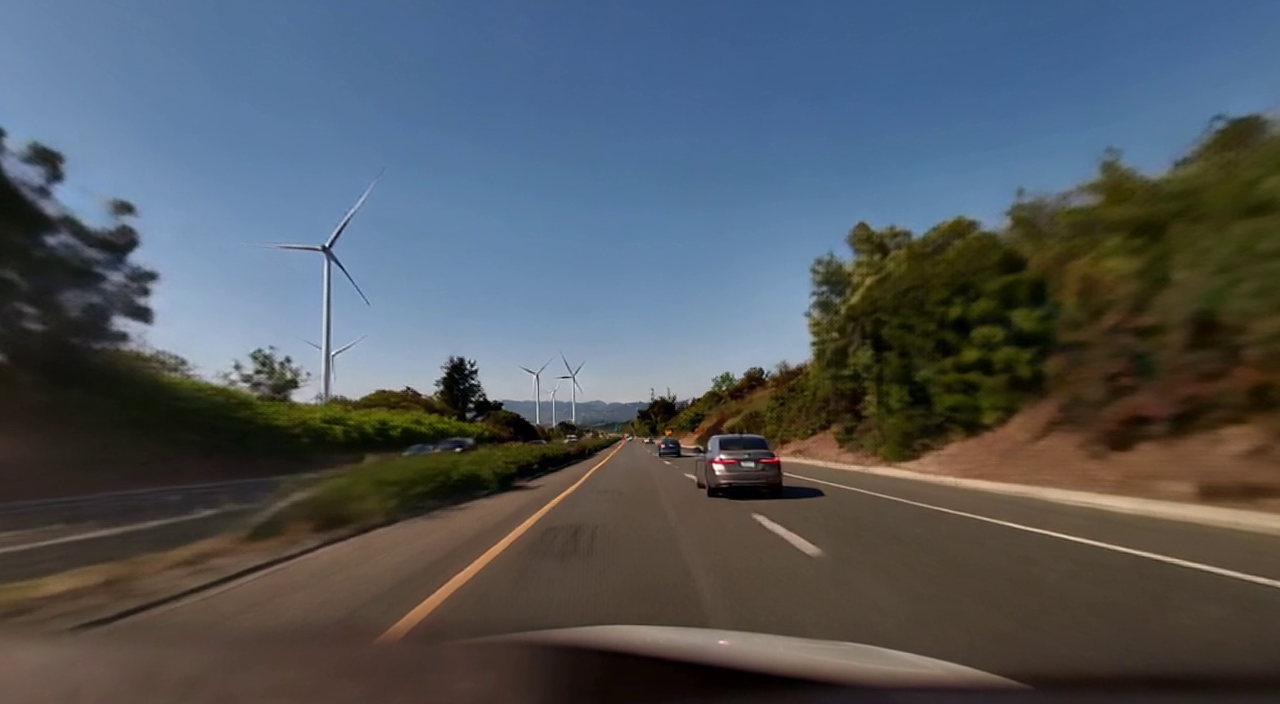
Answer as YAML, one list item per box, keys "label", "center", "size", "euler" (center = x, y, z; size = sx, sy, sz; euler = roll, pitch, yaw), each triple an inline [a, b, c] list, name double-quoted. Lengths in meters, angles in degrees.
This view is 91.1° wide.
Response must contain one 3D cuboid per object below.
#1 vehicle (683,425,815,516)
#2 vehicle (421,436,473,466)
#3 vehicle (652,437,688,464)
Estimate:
- label: "vehicle"
  center: [2.123, 2.441, 13.589]
  size: [2.038, 1.624, 4.312]
  euler: [0, -8, 0]
- label: "vehicle"
  center: [-13.319, 6.849, 43.663]
  size: [2.148, 1.937, 4.755]
  euler: [0, -8, 0]
- label: "vehicle"
  center: [1.916, 6.491, 41.580]
  size: [2.066, 1.661, 4.500]
  euler: [0, -8, -1]
